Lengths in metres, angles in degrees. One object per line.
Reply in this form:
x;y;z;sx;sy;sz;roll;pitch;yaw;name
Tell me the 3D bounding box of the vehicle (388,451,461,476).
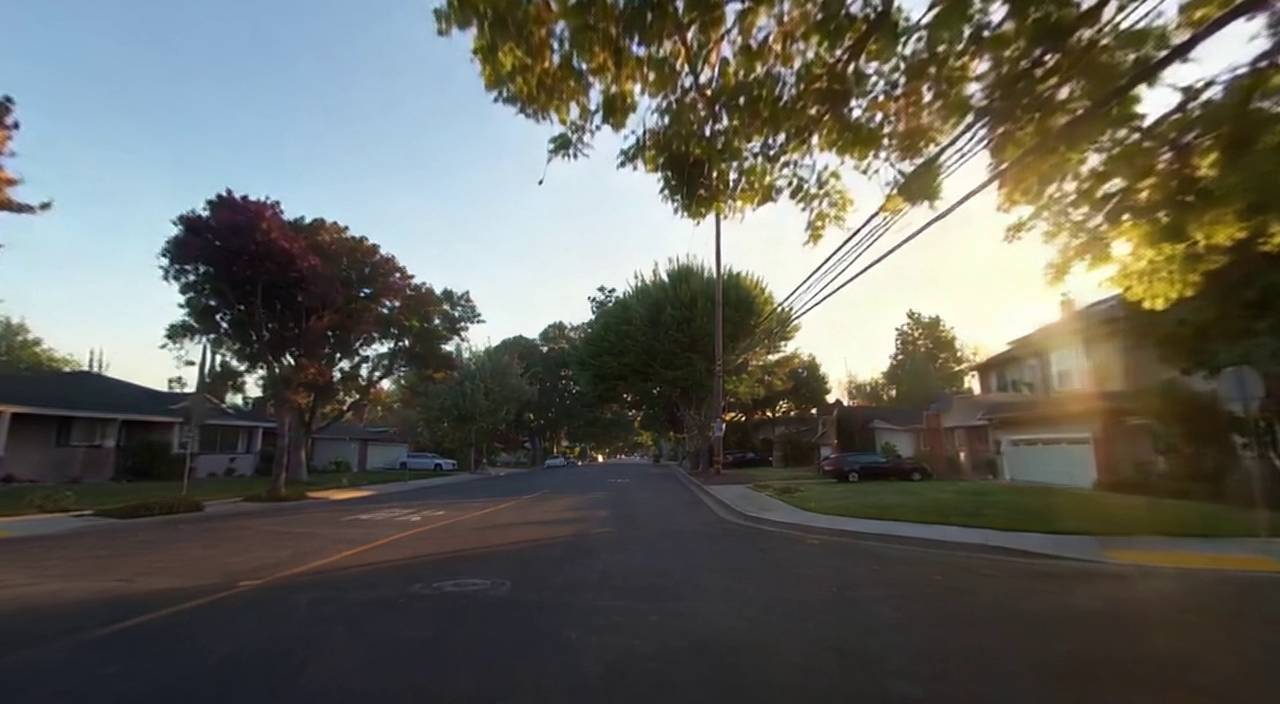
-15.459;7.985;45.414;4.500;1.714;1.924;-1;-9;7;vehicle
